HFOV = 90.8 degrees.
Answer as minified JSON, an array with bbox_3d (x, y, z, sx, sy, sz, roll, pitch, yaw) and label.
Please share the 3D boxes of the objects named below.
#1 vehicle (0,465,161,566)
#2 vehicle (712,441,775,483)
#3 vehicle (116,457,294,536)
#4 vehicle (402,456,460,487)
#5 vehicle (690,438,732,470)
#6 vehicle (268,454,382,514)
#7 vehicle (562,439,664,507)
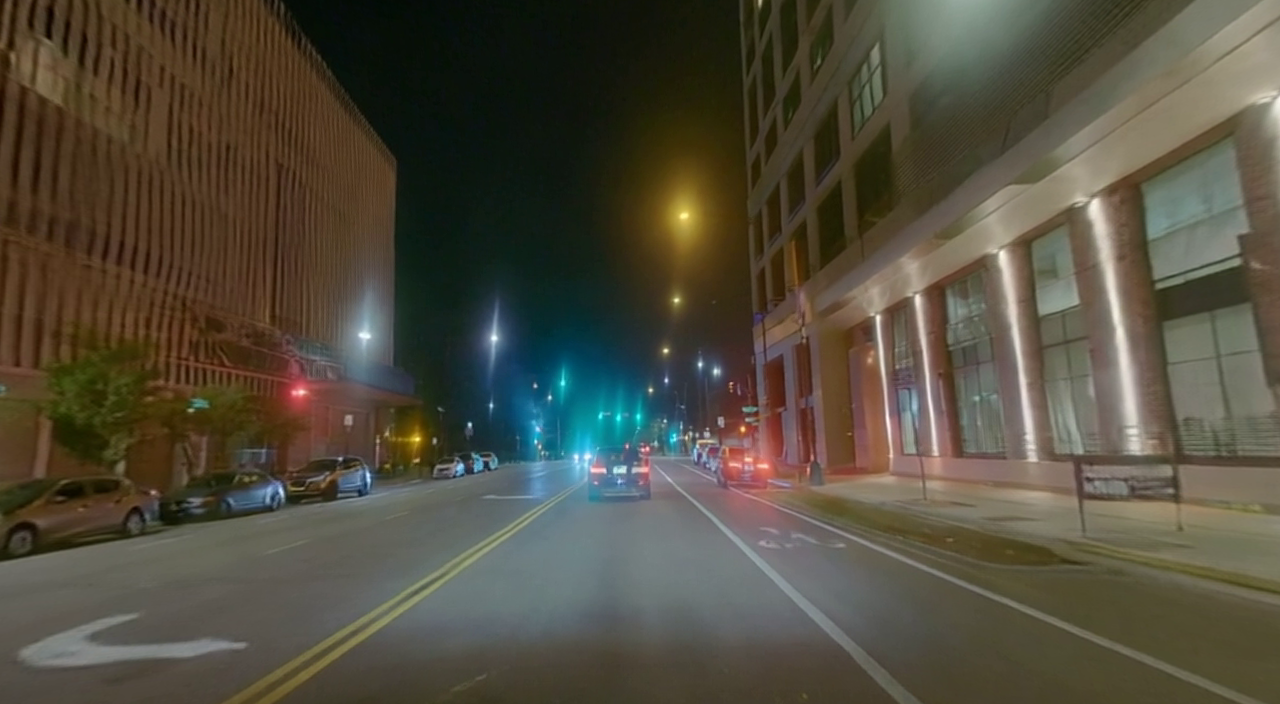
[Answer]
[{"bbox_3d":[-12.041,3.182,12.493,1.976,1.577,4.091,-4,-8,-1],"label":"vehicle"},{"bbox_3d":[4.420,4.743,27.561,1.924,1.645,4.528,-1,-9,0],"label":"vehicle"},{"bbox_3d":[-12.156,3.993,18.125,1.945,1.712,4.648,-5,-8,-2],"label":"vehicle"},{"bbox_3d":[-12.267,7.018,37.357,1.968,1.469,4.523,-3,-8,-1],"label":"vehicle"},{"bbox_3d":[4.443,6.511,40.365,1.972,1.822,4.889,-3,-9,-1],"label":"vehicle"},{"bbox_3d":[-12.000,4.996,24.445,2.090,1.784,4.832,-4,-8,-2],"label":"vehicle"},{"bbox_3d":[-0.613,2.999,16.079,2.269,1.479,3.980,0,-9,-1],"label":"vehicle"}]
